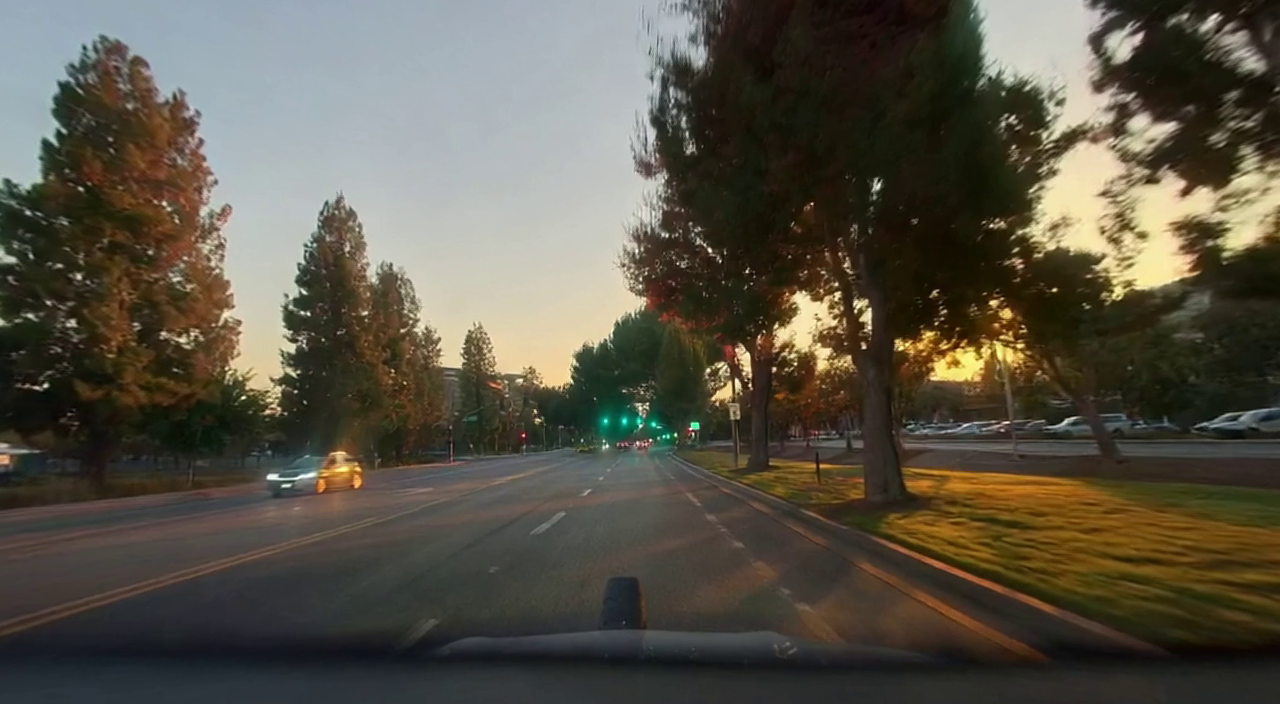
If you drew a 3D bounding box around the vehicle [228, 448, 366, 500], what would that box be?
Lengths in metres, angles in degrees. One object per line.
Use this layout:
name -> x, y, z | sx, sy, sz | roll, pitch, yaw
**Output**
vehicle -> -11.272, 4.003, 21.174 | 2.113, 1.488, 4.509 | 0, -8, 0
